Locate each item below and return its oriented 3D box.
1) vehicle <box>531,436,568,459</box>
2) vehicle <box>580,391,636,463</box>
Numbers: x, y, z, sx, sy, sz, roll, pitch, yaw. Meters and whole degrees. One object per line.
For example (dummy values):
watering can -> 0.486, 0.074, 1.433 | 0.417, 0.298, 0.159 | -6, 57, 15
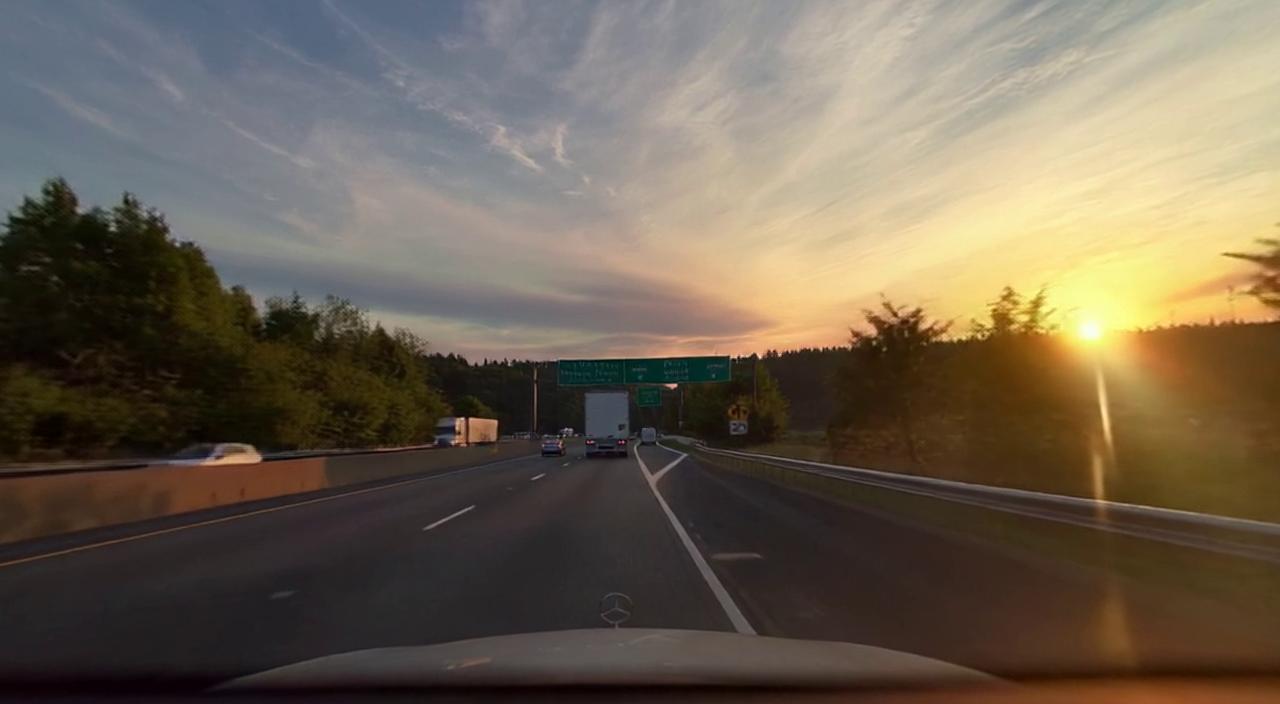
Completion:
vehicle -> -6.019, 6.422, 42.469 | 1.931, 1.479, 4.083 | 0, -8, -1
vehicle -> -1.790, 4.484, 37.129 | 2.855, 3.741, 8.587 | 0, -8, -2
